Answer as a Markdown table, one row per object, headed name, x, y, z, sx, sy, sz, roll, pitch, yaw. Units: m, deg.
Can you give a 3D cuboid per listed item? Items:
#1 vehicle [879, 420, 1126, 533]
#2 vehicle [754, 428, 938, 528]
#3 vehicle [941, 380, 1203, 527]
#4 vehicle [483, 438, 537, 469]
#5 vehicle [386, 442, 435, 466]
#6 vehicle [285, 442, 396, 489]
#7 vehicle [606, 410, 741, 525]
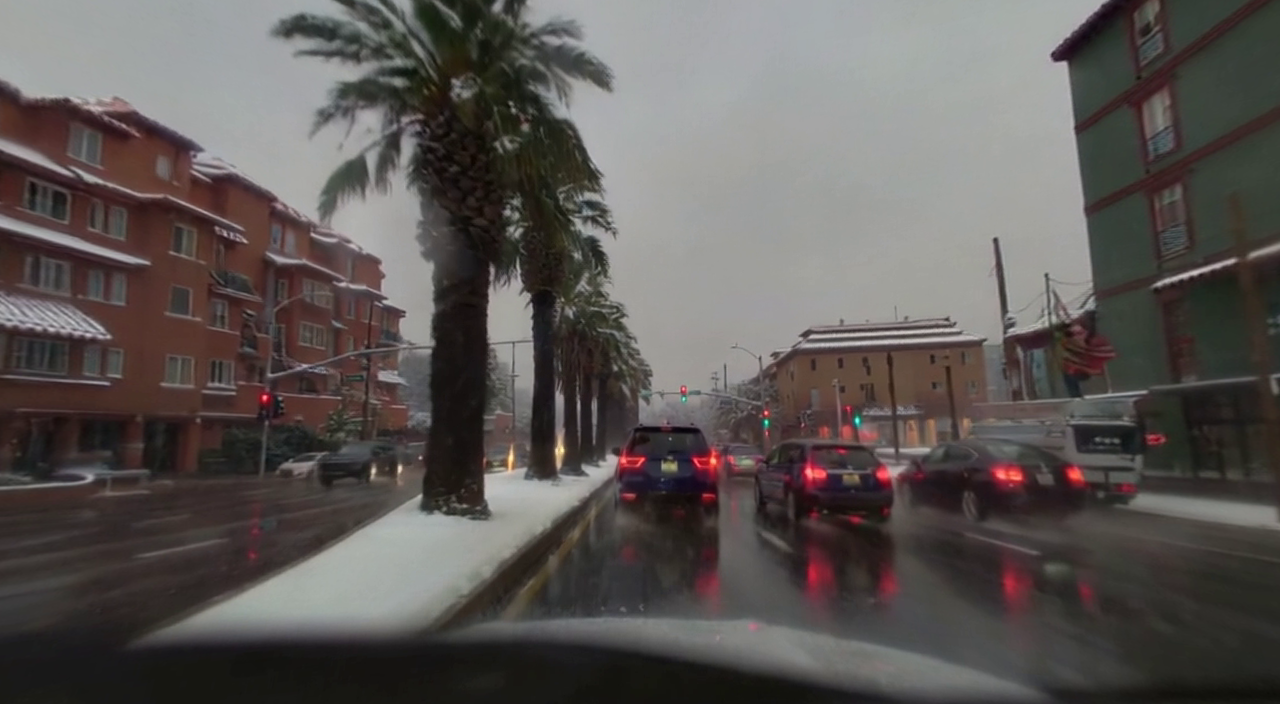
| name | x | y | z | sx | sy | sz | roll | pitch | yaw |
| --- | --- | --- | --- | --- | --- | --- | --- | --- | --- |
| vehicle | 7.395 | 2.603 | 13.816 | 2.215 | 1.973 | 5.323 | 0 | -9 | 0 |
| vehicle | 4.066 | 2.588 | 13.579 | 2.283 | 1.738 | 4.916 | 0 | -9 | 0 |
| vehicle | 10.519 | 2.384 | 16.229 | 2.663 | 3.061 | 5.602 | -1 | -5 | -1 |
| vehicle | -7.677 | 6.043 | 37.682 | 2.050 | 1.725 | 4.677 | 0 | -9 | 3 |
| vehicle | -17.785 | 7.936 | 49.096 | 1.965 | 1.747 | 4.461 | 0 | -9 | 2 |
| vehicle | -11.670 | 4.438 | 24.956 | 2.134 | 1.699 | 4.342 | 0 | -9 | 2 |
| vehicle | 0.663 | 2.561 | 14.521 | 2.487 | 2.115 | 5.444 | 0 | -9 | 1 |
